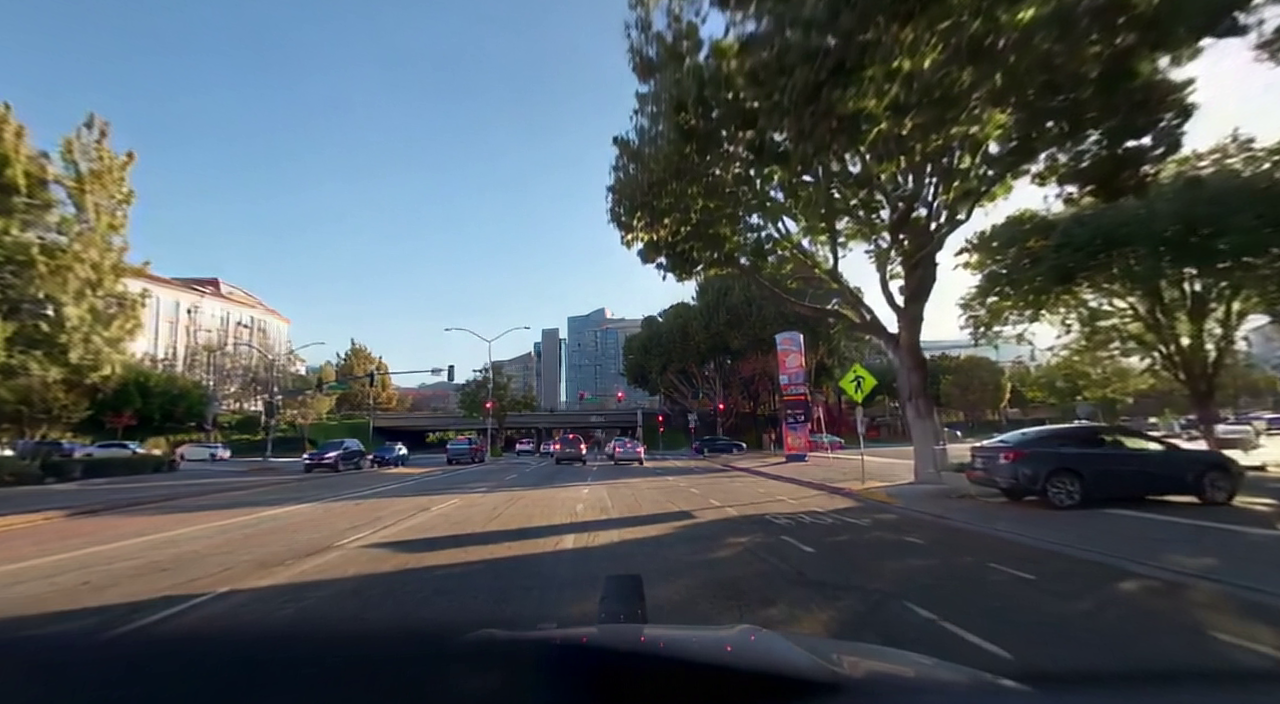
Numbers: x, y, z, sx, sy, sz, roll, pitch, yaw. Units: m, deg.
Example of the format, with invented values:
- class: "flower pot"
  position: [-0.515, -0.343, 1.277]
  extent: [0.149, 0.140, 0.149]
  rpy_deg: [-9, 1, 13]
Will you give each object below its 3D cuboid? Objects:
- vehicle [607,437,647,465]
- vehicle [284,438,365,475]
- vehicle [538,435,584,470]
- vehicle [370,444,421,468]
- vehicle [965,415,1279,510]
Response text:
- class: "vehicle"
  position: [-0.824, 5.754, 36.767]
  extent: [2.176, 1.489, 4.518]
  rpy_deg: [0, -8, -3]
- class: "vehicle"
  position: [-20.151, 6.687, 40.772]
  extent: [2.655, 2.126, 5.813]
  rpy_deg: [0, -8, -5]
- class: "vehicle"
  position: [-3.876, 4.993, 31.611]
  extent: [2.057, 1.610, 4.891]
  rpy_deg: [0, -8, -4]
- class: "vehicle"
  position: [-16.772, 7.145, 43.583]
  extent: [1.968, 1.557, 4.650]
  rpy_deg: [0, -8, -5]
- class: "vehicle"
  position: [8.792, 2.002, 11.650]
  extent: [4.487, 1.539, 1.947]
  rpy_deg: [0, -8, -3]
